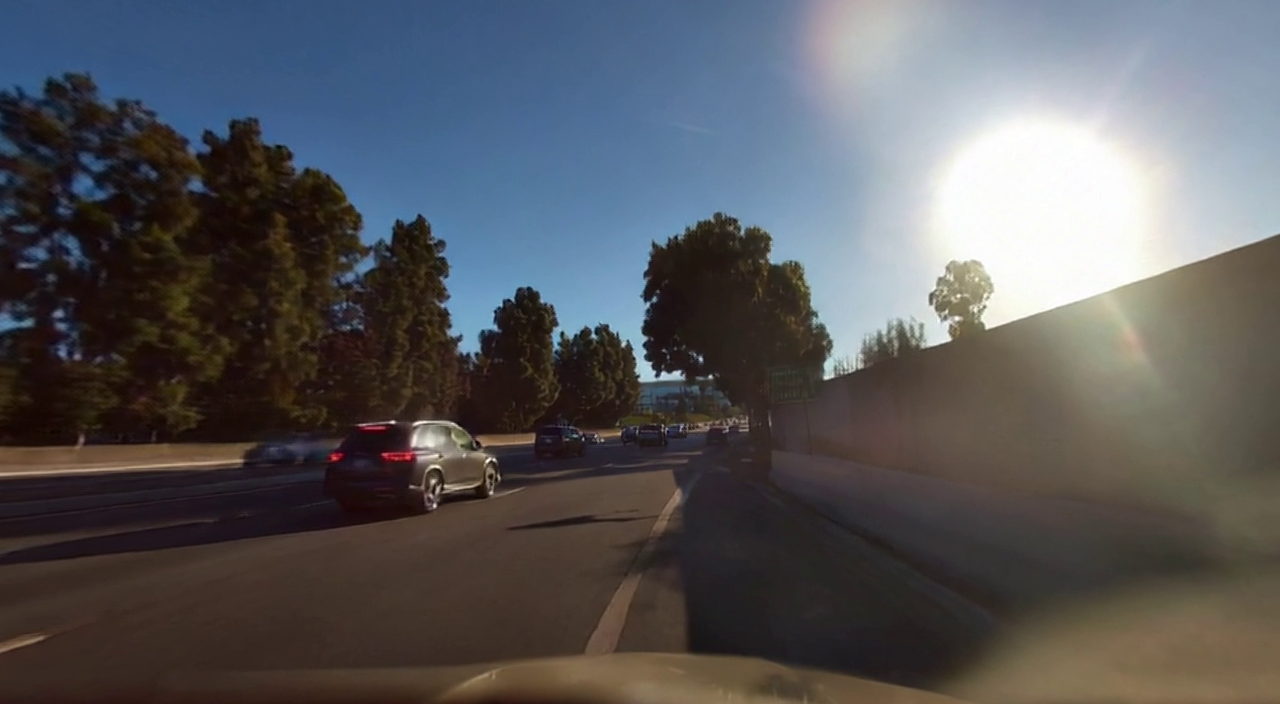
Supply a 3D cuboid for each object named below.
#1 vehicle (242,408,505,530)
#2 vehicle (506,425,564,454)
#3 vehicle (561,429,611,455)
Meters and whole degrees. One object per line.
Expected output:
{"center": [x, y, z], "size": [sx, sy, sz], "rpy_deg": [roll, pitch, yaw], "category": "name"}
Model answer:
{"center": [-4.188, 1.938, 11.031], "size": [2.082, 1.638, 4.644], "rpy_deg": [-2, -8, 8], "category": "vehicle"}
{"center": [-6.630, 5.600, 40.503], "size": [2.089, 1.736, 4.662], "rpy_deg": [-2, -8, 12], "category": "vehicle"}
{"center": [-3.211, 5.485, 38.546], "size": [1.860, 1.442, 4.332], "rpy_deg": [-2, -8, 11], "category": "vehicle"}
